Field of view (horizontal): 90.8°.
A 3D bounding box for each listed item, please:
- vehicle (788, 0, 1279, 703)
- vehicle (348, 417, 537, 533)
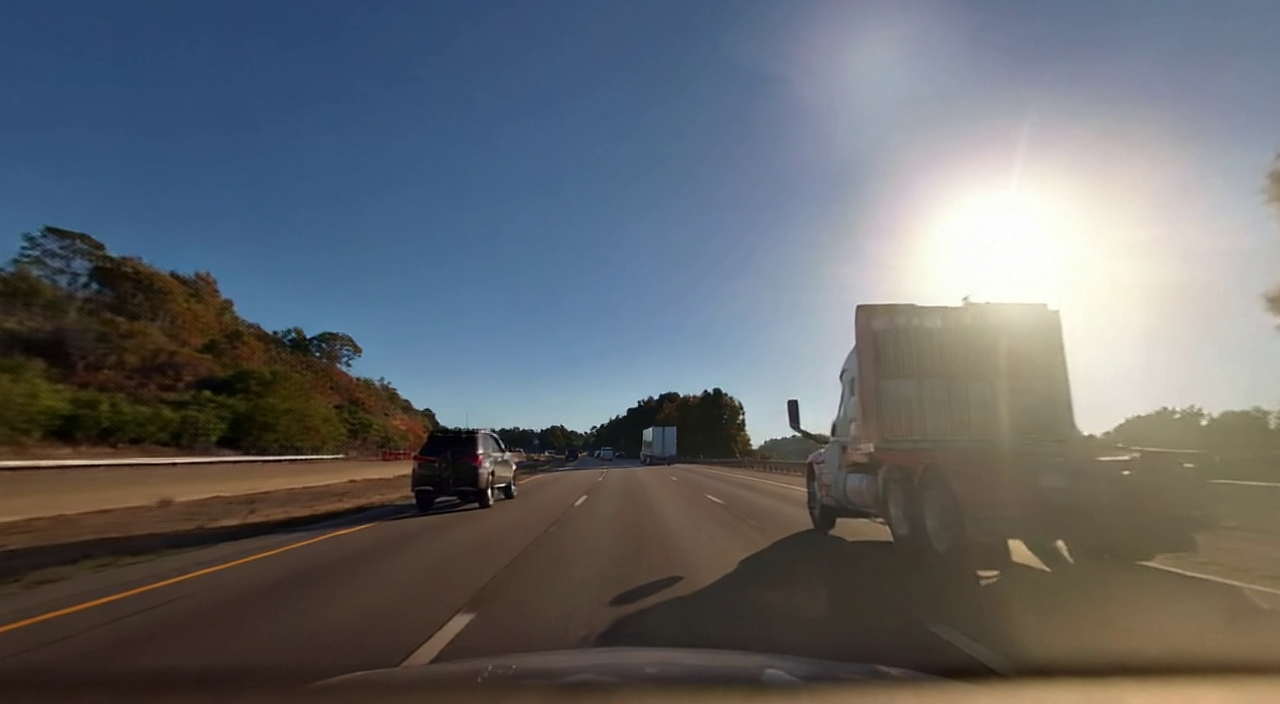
[{"bbox_3d":[4.286,0.379,6.397,2.958,3.990,10.216,0,-9,0],"label":"vehicle"},{"bbox_3d":[-3.753,2.476,13.220,2.337,1.942,4.984,0,-9,0],"label":"vehicle"}]
